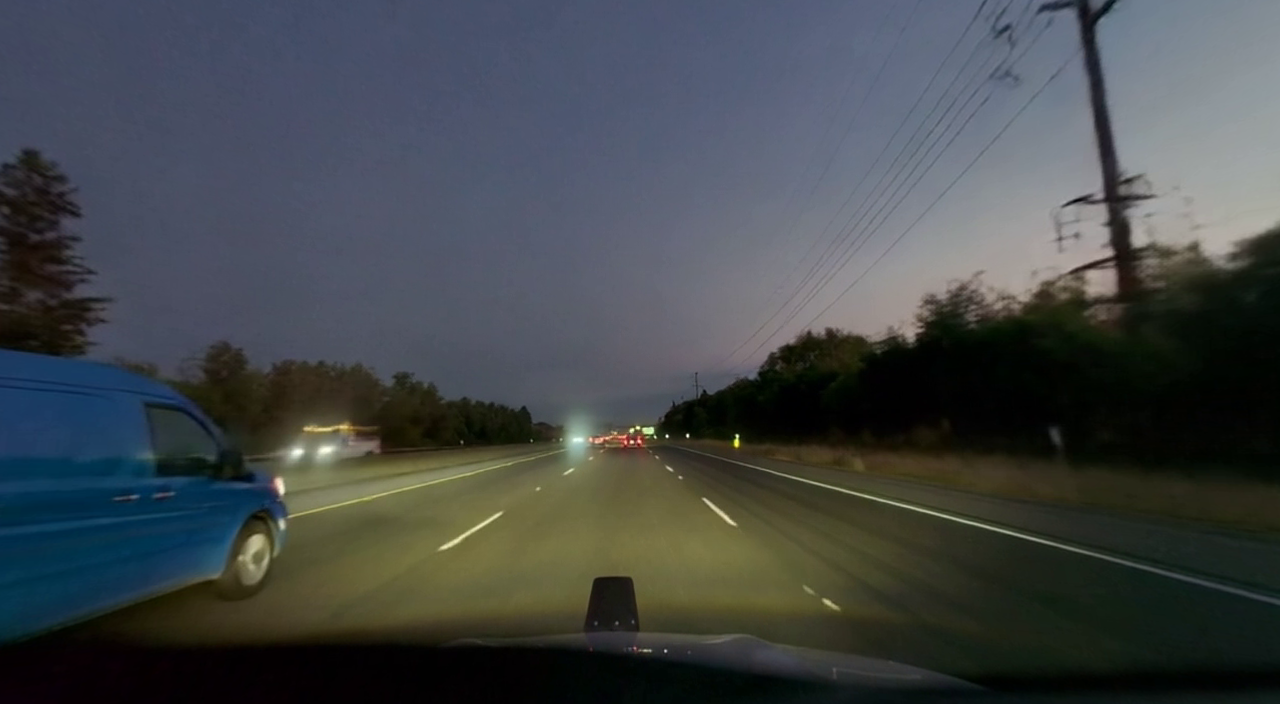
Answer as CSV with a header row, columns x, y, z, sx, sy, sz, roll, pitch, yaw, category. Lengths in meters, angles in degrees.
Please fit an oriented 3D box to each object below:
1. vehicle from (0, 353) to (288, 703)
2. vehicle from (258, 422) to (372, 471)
x,y,z,sx,sy,sz,roll,pitch,yaw,category
-3.979,0.851,2.735,2.146,1.709,4.856,0,-8,-1,vehicle
-13.475,3.950,26.597,2.160,1.827,5.075,0,-8,-1,vehicle
